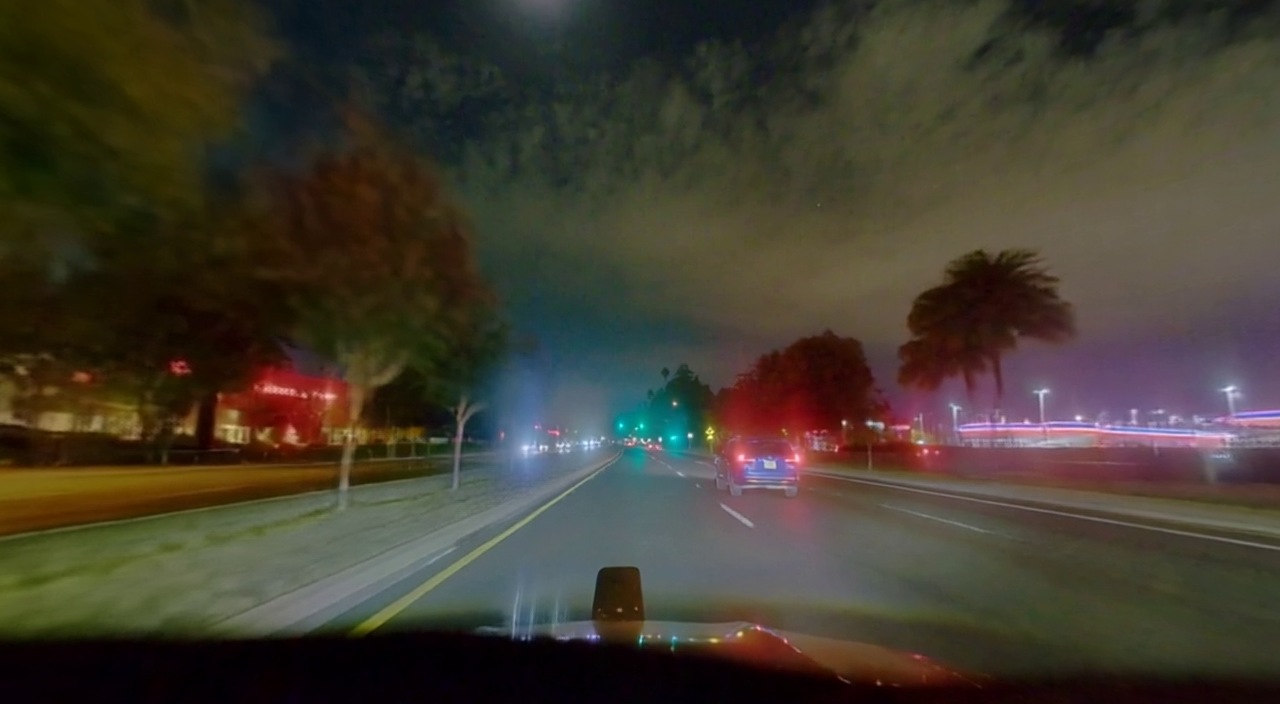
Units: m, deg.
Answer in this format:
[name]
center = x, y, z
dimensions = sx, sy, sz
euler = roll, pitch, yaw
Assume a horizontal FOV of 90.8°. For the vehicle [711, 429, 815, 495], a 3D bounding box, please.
[vehicle]
center = 3.431, 3.162, 18.527
dimensions = 2.072, 1.696, 4.177
euler = 0, -9, -2
